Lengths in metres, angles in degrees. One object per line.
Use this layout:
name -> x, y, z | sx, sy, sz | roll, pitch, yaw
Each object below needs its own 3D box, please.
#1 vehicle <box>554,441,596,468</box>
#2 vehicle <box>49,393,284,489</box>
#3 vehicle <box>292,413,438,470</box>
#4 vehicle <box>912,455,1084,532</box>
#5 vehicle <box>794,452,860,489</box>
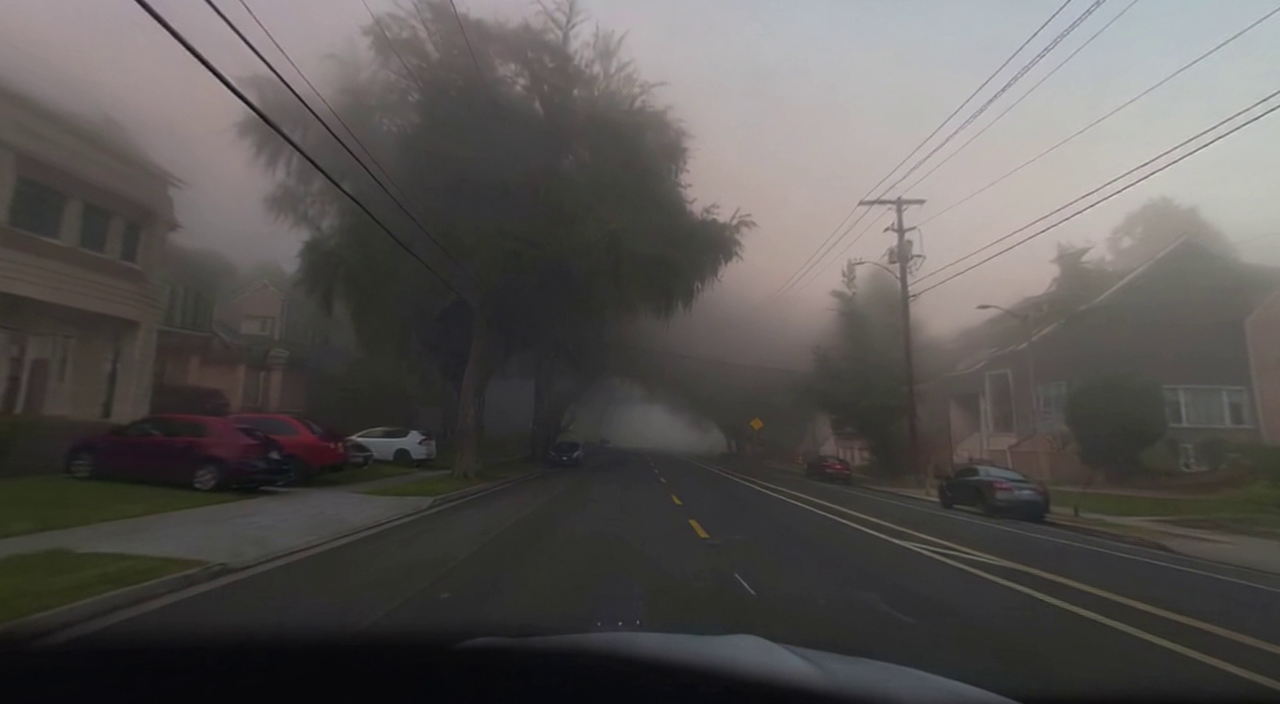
vehicle -> -3.765, 6.050, 37.452 | 2.021, 1.475, 4.523 | 0, -9, 0
vehicle -> -11.347, 2.116, 15.292 | 4.314, 1.790, 2.035 | 3, -8, 13
vehicle -> -10.853, 3.590, 25.278 | 4.702, 1.828, 2.226 | 4, -9, -1
vehicle -> 9.555, 3.743, 17.396 | 1.977, 1.495, 4.800 | 8, -9, 1
vehicle -> 9.324, 5.922, 31.902 | 1.930, 1.456, 4.511 | 8, -9, 1
